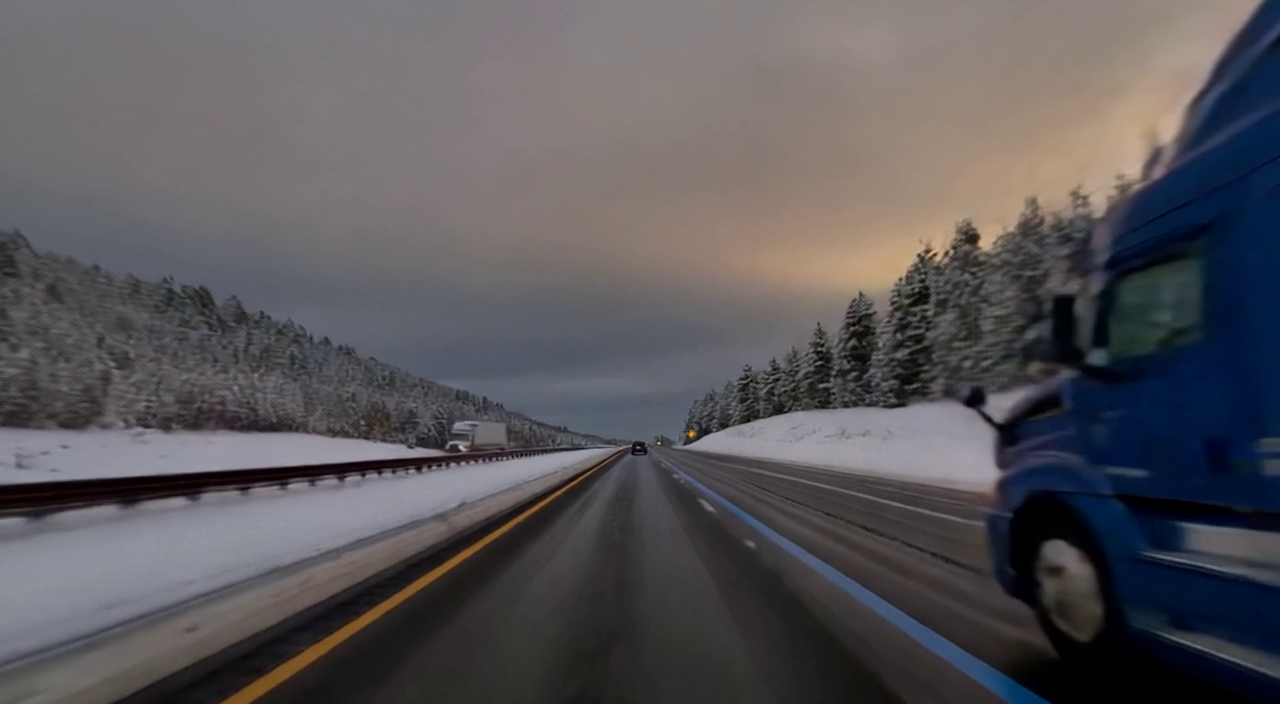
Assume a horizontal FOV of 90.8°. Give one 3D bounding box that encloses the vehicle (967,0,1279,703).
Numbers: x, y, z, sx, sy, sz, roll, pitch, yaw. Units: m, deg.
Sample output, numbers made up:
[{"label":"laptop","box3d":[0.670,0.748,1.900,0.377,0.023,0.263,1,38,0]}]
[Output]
[{"label":"vehicle","box3d":[4.122,-0.308,1.795,3.568,3.906,4.895,0,-8,0]}]
